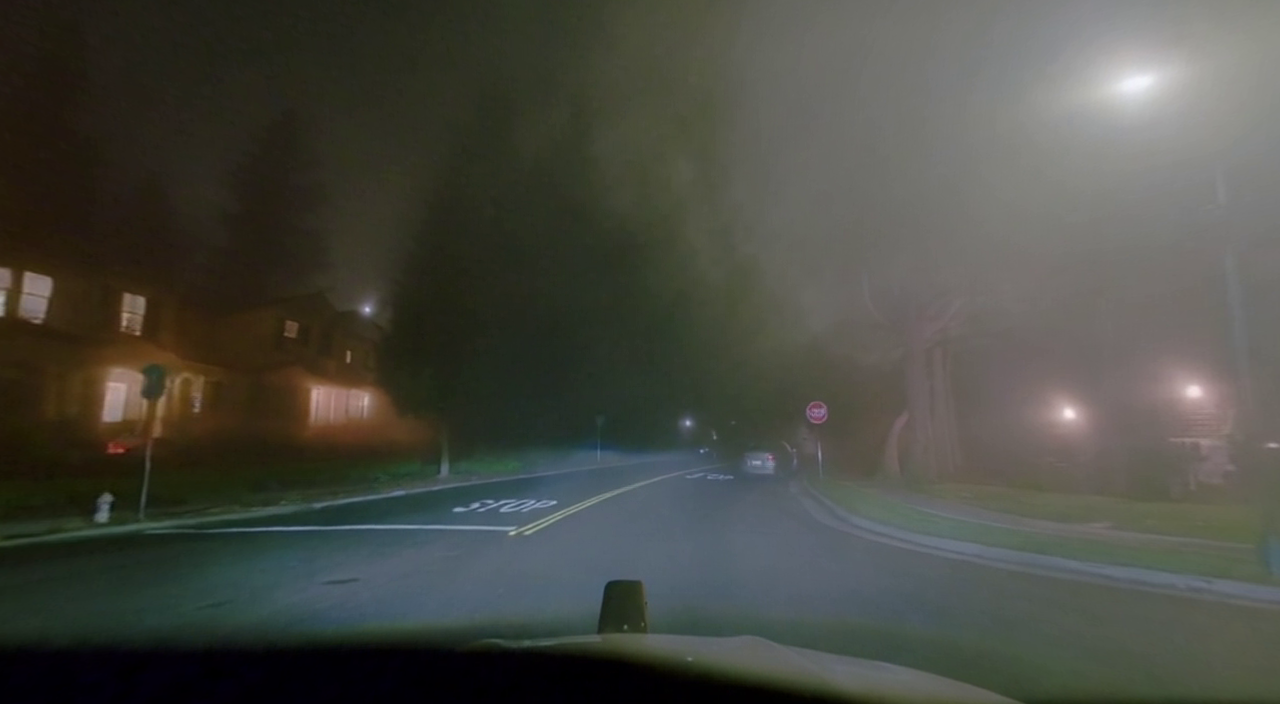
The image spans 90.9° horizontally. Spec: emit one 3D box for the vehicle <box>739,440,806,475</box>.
[{"bbox_3d":[6.953,5.423,32.610,2.692,1.649,4.689,-3,-9,20],"label":"vehicle"}]
